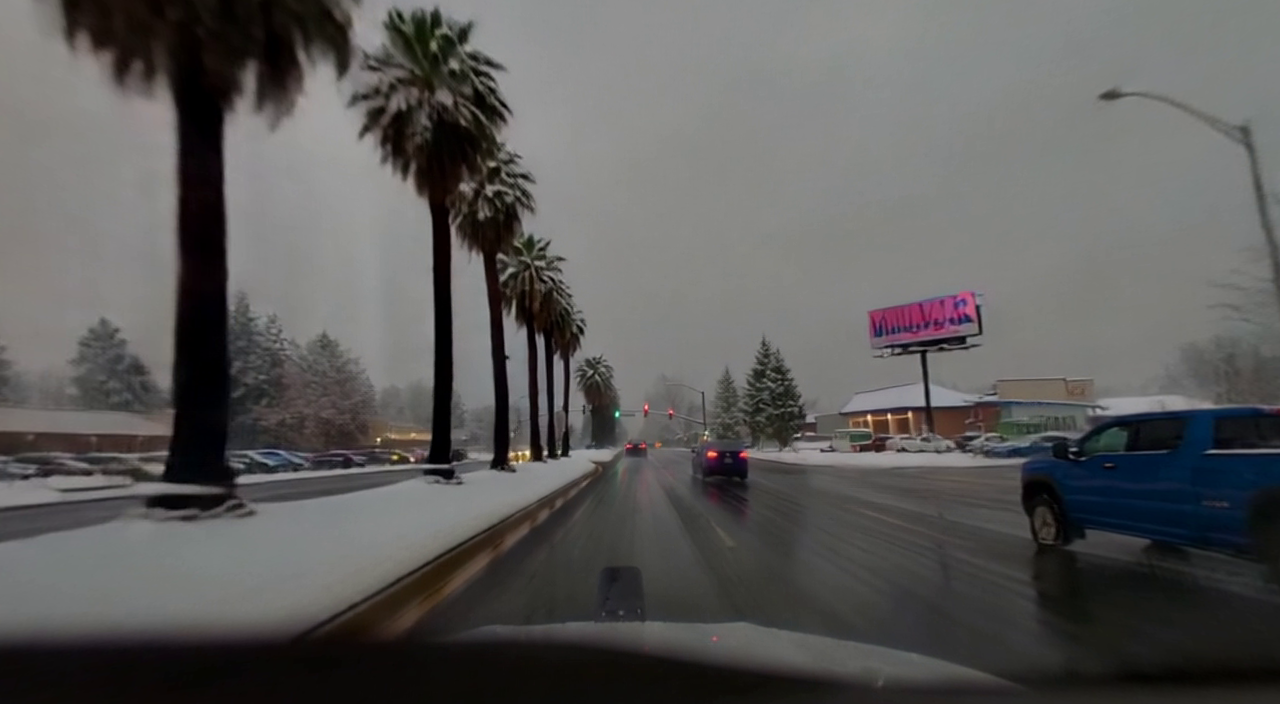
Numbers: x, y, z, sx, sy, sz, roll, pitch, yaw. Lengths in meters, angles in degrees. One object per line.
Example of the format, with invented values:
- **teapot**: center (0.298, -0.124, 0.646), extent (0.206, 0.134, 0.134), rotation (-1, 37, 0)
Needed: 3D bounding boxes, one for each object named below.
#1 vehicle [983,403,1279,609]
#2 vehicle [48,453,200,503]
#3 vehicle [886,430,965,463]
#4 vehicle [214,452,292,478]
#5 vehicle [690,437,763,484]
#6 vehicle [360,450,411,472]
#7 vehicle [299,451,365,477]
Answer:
- **vehicle**: center (6.100, 1.425, 6.400), extent (2.140, 1.606, 5.437), rotation (0, -9, -1)
- **vehicle**: center (-19.395, 4.694, 24.101), extent (1.840, 1.524, 4.923), rotation (-3, -8, -2)
- **vehicle**: center (18.389, 6.159, 41.067), extent (2.300, 1.966, 6.004), rotation (0, -9, 0)
- **vehicle**: center (-24.564, 7.170, 40.328), extent (1.899, 1.499, 4.911), rotation (0, -9, -1)
- **vehicle**: center (3.066, 3.942, 23.240), extent (1.889, 1.541, 4.303), rotation (0, -9, -2)
- **vehicle**: center (-19.681, 8.427, 49.132), extent (1.871, 1.519, 5.002), rotation (0, -9, 0)
- **vehicle**: center (-19.570, 7.111, 40.386), extent (1.900, 1.481, 4.684), rotation (0, -9, 0)
